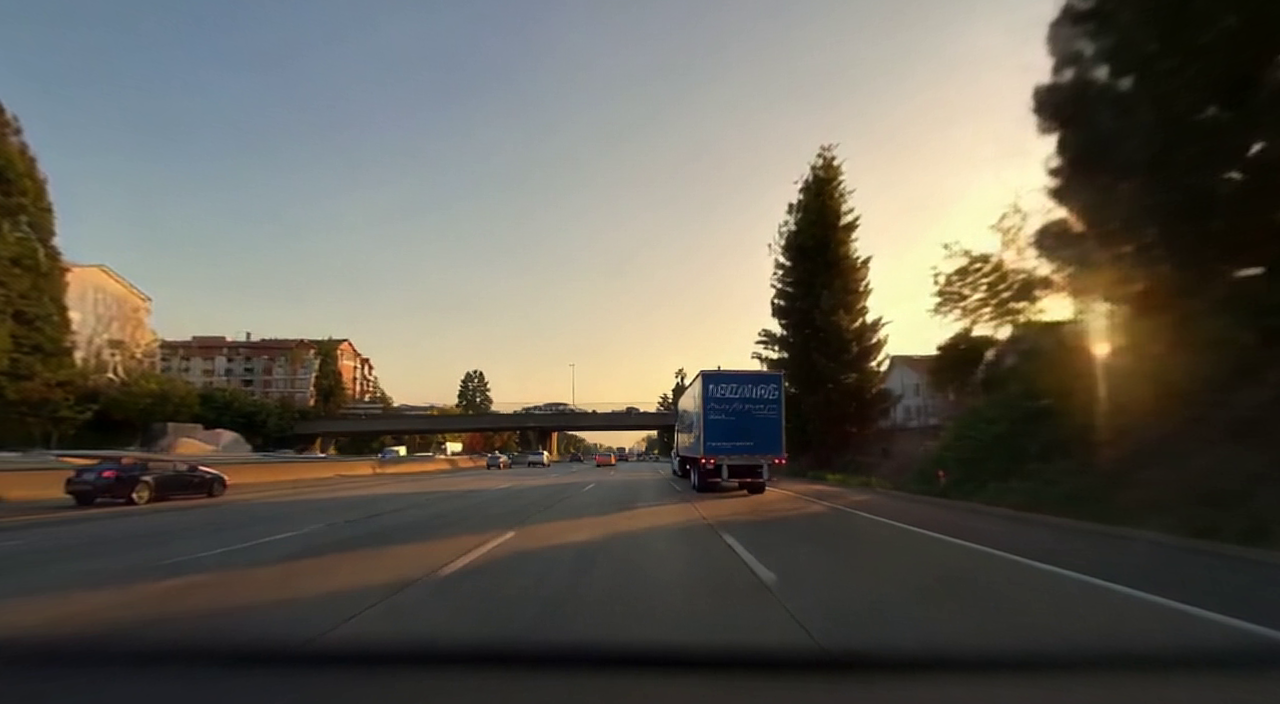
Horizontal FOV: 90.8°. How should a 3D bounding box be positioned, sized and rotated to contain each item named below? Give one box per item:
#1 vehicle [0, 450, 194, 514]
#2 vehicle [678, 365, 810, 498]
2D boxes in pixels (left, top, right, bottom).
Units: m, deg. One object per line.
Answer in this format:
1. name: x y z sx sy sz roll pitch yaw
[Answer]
1. vehicle: -14.905 3.412 17.201 1.982 1.471 4.747 0 -9 1
2. vehicle: 3.662 3.655 27.431 3.140 4.100 15.551 0 -9 0
